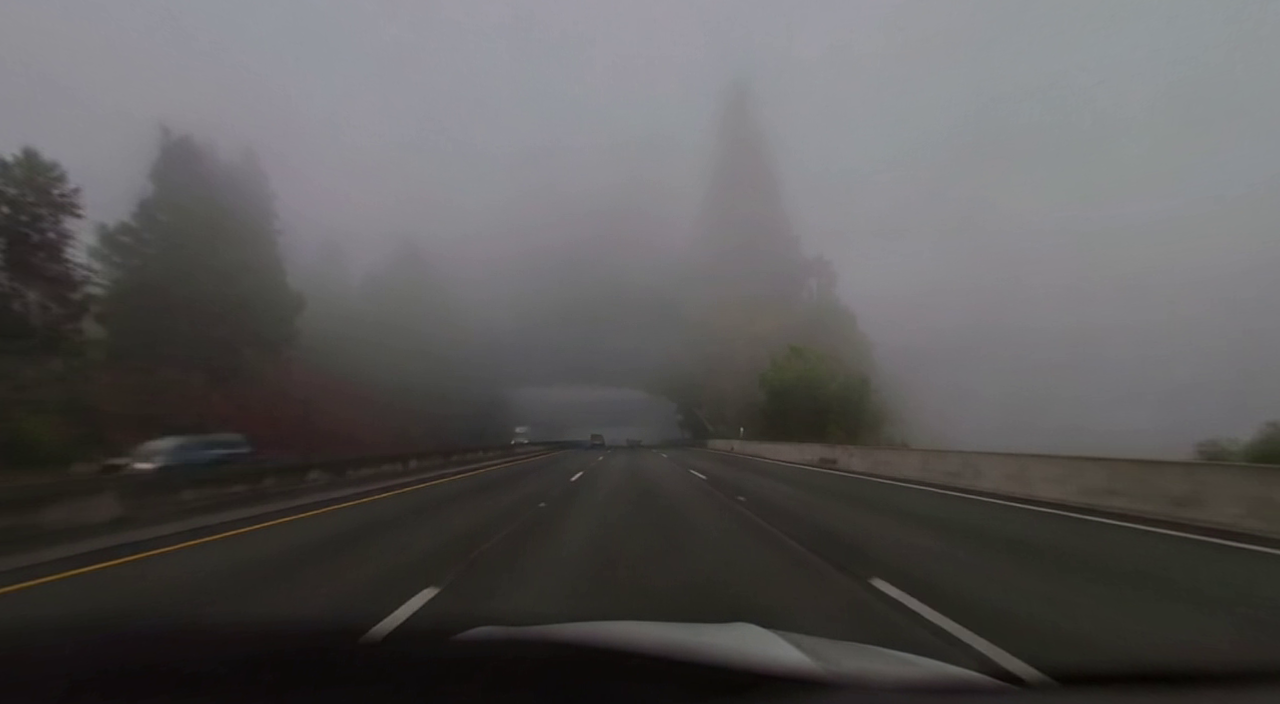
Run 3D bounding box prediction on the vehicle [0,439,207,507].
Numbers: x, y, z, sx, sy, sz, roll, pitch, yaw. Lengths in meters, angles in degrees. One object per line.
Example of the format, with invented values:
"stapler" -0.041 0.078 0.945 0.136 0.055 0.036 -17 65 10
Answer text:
"vehicle" -13.191 2.920 15.796 1.811 1.453 4.079 0 -8 -1
